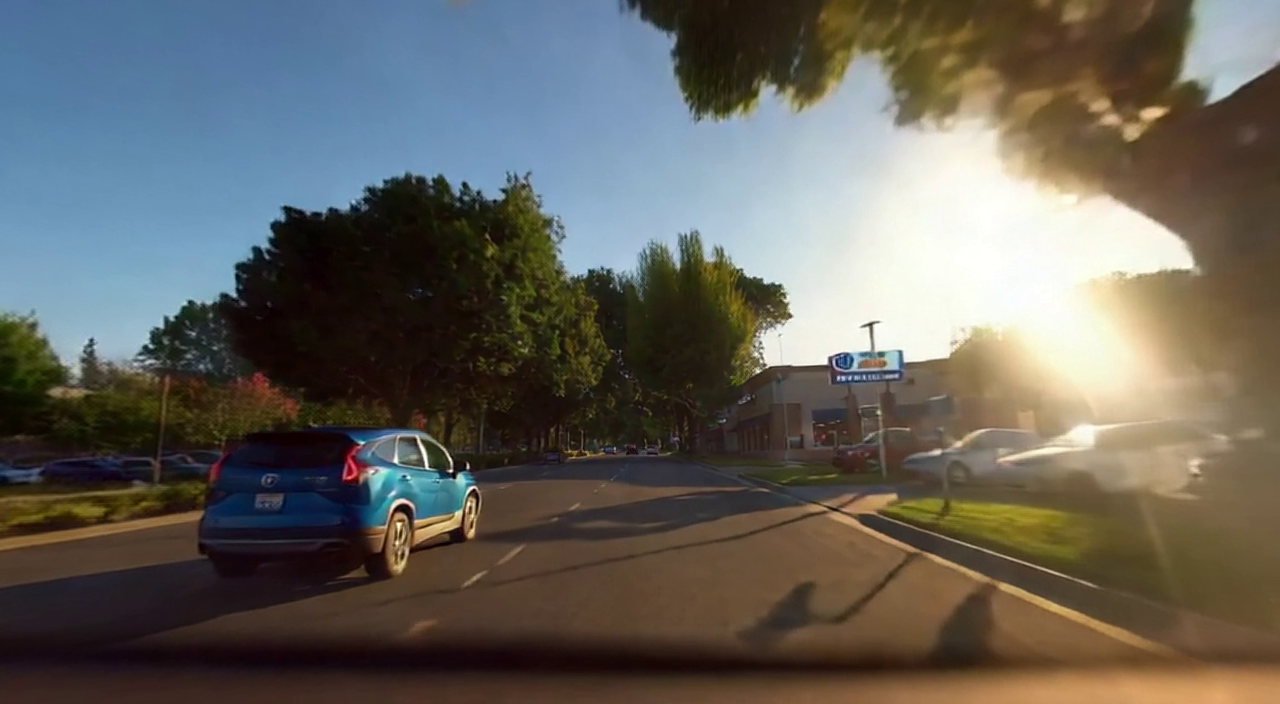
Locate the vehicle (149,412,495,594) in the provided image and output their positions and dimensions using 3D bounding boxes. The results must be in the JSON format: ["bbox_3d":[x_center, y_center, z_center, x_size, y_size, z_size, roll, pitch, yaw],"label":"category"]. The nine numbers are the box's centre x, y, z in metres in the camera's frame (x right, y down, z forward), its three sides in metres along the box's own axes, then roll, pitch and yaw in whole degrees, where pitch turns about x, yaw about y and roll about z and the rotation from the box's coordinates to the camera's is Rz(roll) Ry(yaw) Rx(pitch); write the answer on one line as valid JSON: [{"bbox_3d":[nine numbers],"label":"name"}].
[{"bbox_3d":[-3.406,1.688,7.922,2.127,1.654,4.121,0,-8,1],"label":"vehicle"}]

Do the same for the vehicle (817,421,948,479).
[{"bbox_3d":[9.114,3.643,23.560,4.985,1.918,2.248,7,-11,-38],"label":"vehicle"}]

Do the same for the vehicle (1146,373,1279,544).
[{"bbox_3d":[9.358,1.255,7.508,4.747,1.861,2.505,2,-9,-10],"label":"vehicle"}]

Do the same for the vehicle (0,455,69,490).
[{"bbox_3d":[-35.384,6.709,35.167,4.807,1.798,2.191,0,-8,1],"label":"vehicle"}]

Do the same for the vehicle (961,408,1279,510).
[{"bbox_3d":[9.346,2.050,12.286,4.885,1.770,2.267,0,-8,1],"label":"vehicle"}]

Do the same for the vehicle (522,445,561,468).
[{"bbox_3d":[-6.914,7.374,44.654,1.990,1.483,4.410,0,-8,1],"label":"vehicle"}]
